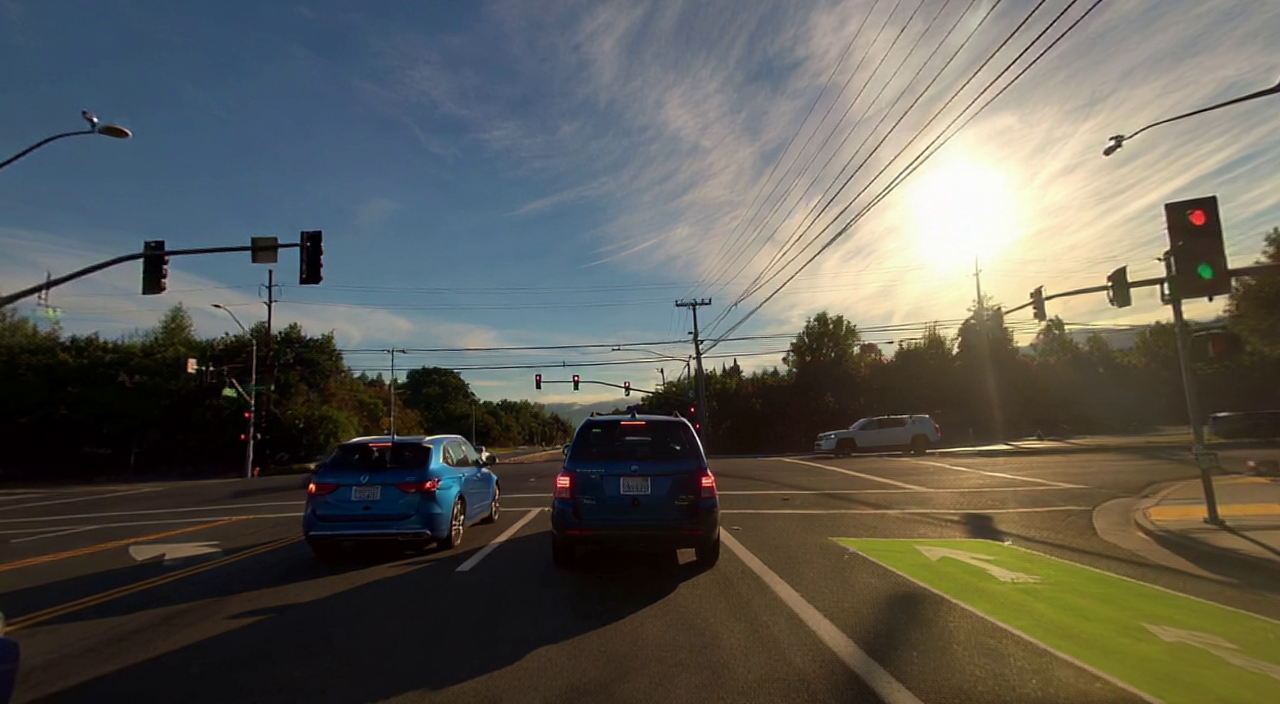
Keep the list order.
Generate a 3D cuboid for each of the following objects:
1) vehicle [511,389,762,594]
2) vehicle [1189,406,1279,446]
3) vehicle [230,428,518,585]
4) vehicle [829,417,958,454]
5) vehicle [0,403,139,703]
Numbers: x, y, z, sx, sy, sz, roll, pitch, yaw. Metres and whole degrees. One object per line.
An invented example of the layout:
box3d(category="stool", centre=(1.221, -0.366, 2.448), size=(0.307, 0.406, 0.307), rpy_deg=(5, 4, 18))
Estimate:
box3d(category="vehicle", centre=(-0.062, 1.512, 7.598), size=(2.182, 1.773, 4.041), rpy_deg=(0, -8, -1))
box3d(category="vehicle", centre=(27.208, 3.202, 27.195), size=(4.977, 1.648, 2.088), rpy_deg=(-1, -8, 5))
box3d(category="vehicle", centre=(-2.933, 1.766, 8.002), size=(1.969, 1.486, 3.702), rpy_deg=(0, -8, 1))
box3d(category="vehicle", centre=(13.836, 4.603, 34.823), size=(6.143, 1.944, 2.229), rpy_deg=(-1, -8, 5))
box3d(category="vehicle", centre=(-3.350, 0.660, 0.442), size=(1.928, 1.488, 4.936), rpy_deg=(0, -8, 0))
